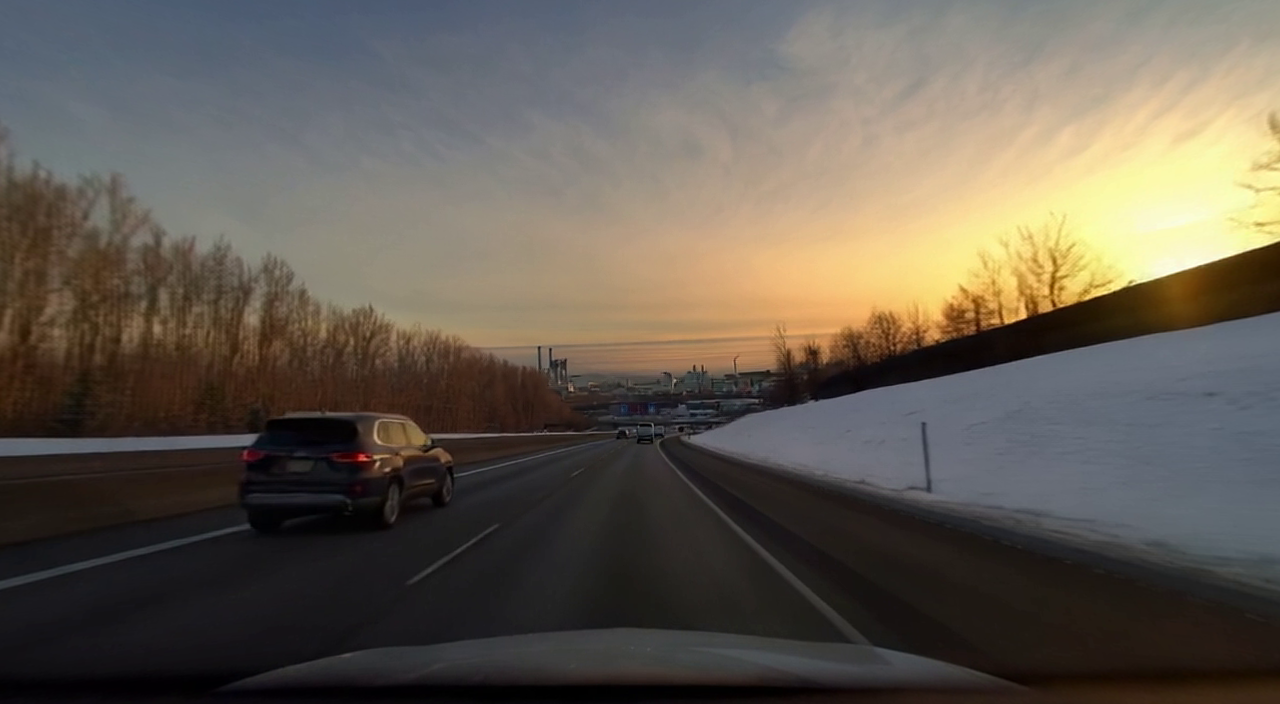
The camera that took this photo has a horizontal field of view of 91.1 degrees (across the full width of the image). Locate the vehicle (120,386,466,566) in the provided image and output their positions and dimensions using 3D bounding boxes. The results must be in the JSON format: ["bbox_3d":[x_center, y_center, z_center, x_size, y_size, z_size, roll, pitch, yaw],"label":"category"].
[{"bbox_3d":[-3.857,1.448,8.110,2.018,1.678,4.312,0,-8,-1],"label":"vehicle"}]
